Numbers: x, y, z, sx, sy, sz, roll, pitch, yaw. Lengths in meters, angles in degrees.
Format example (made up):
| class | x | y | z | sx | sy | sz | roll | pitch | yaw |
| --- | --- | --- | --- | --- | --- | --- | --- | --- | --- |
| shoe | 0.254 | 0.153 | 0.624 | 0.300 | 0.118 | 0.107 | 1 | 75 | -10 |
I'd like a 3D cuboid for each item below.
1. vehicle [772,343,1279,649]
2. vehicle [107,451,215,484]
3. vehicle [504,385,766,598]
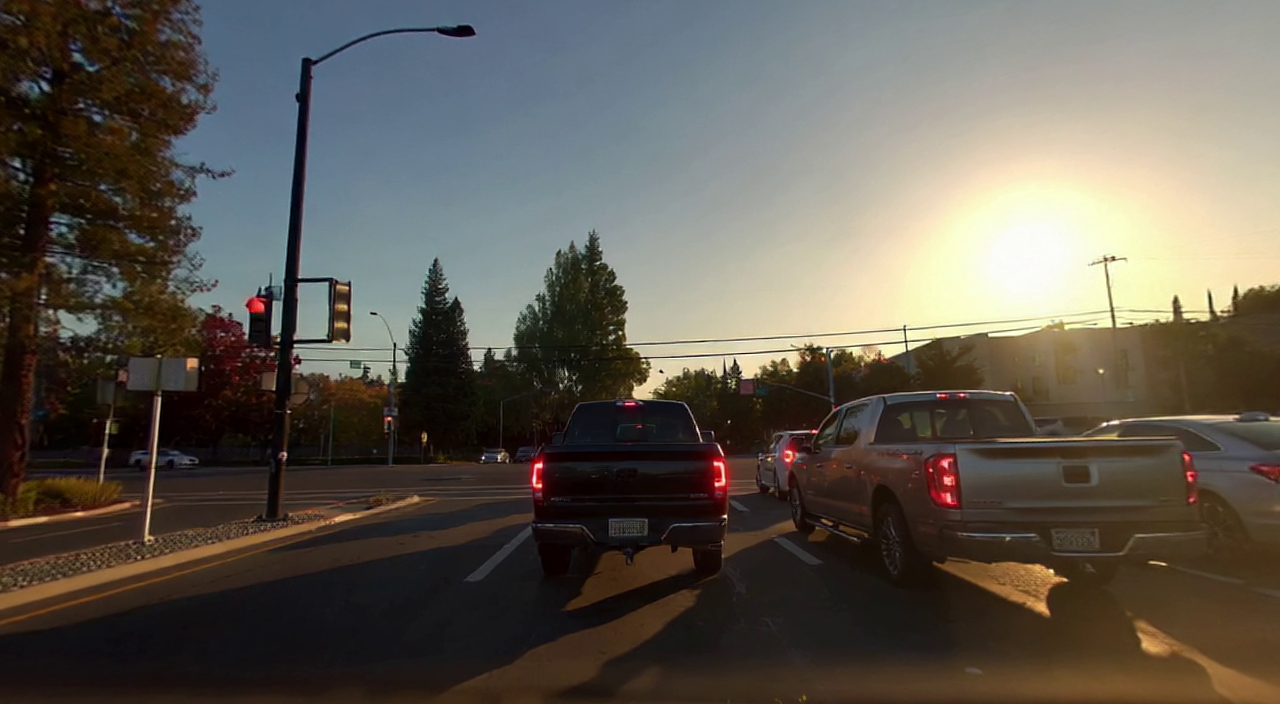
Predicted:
| class | x | y | z | sx | sy | sz | roll | pitch | yaw |
| --- | --- | --- | --- | --- | --- | --- | --- | --- | --- |
| vehicle | 3.319 | 1.326 | 6.940 | 2.412 | 1.953 | 5.682 | 0 | -9 | -1 |
| vehicle | -26.374 | 6.331 | 35.013 | 4.437 | 1.669 | 1.936 | 5 | -10 | -30 |
| vehicle | -0.067 | 1.572 | 8.010 | 2.240 | 1.821 | 5.001 | 0 | -9 | -1 |
